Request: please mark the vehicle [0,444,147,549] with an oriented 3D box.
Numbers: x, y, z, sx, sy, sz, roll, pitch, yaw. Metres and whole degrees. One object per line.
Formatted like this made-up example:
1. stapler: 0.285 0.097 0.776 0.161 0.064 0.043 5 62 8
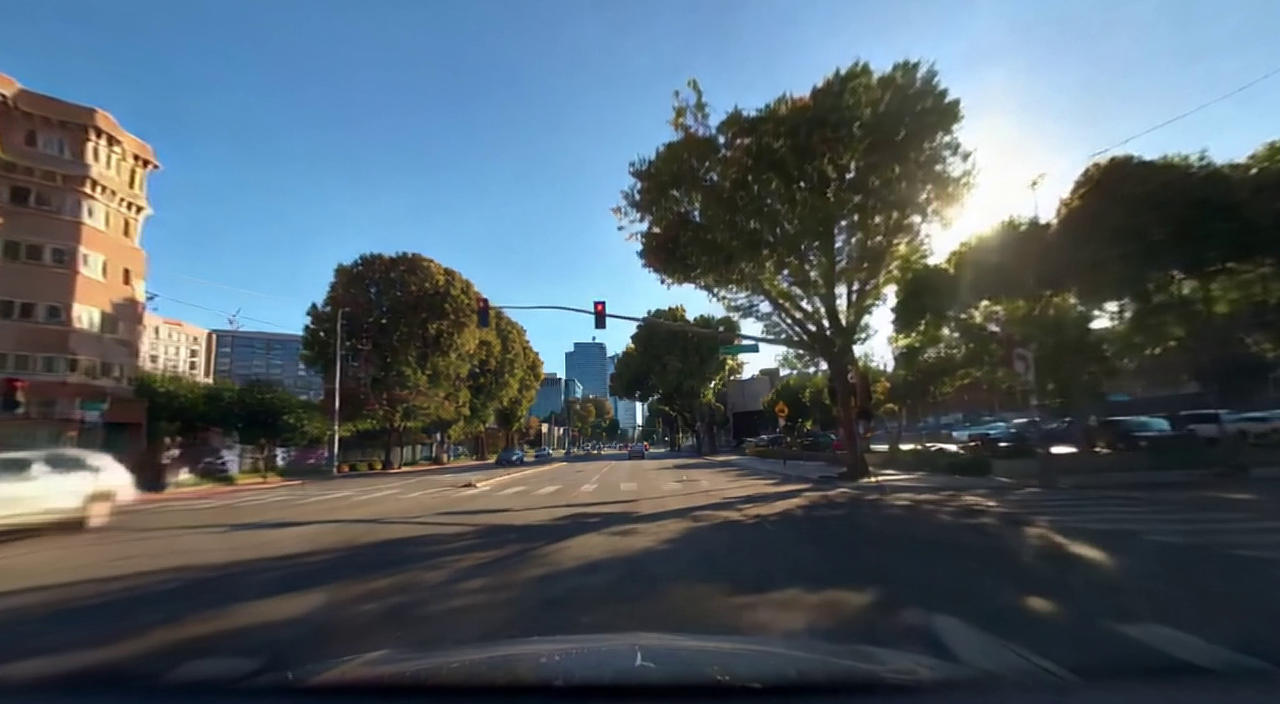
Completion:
1. vehicle: -11.170 2.440 10.900 1.893 1.654 4.127 -1 -9 1
